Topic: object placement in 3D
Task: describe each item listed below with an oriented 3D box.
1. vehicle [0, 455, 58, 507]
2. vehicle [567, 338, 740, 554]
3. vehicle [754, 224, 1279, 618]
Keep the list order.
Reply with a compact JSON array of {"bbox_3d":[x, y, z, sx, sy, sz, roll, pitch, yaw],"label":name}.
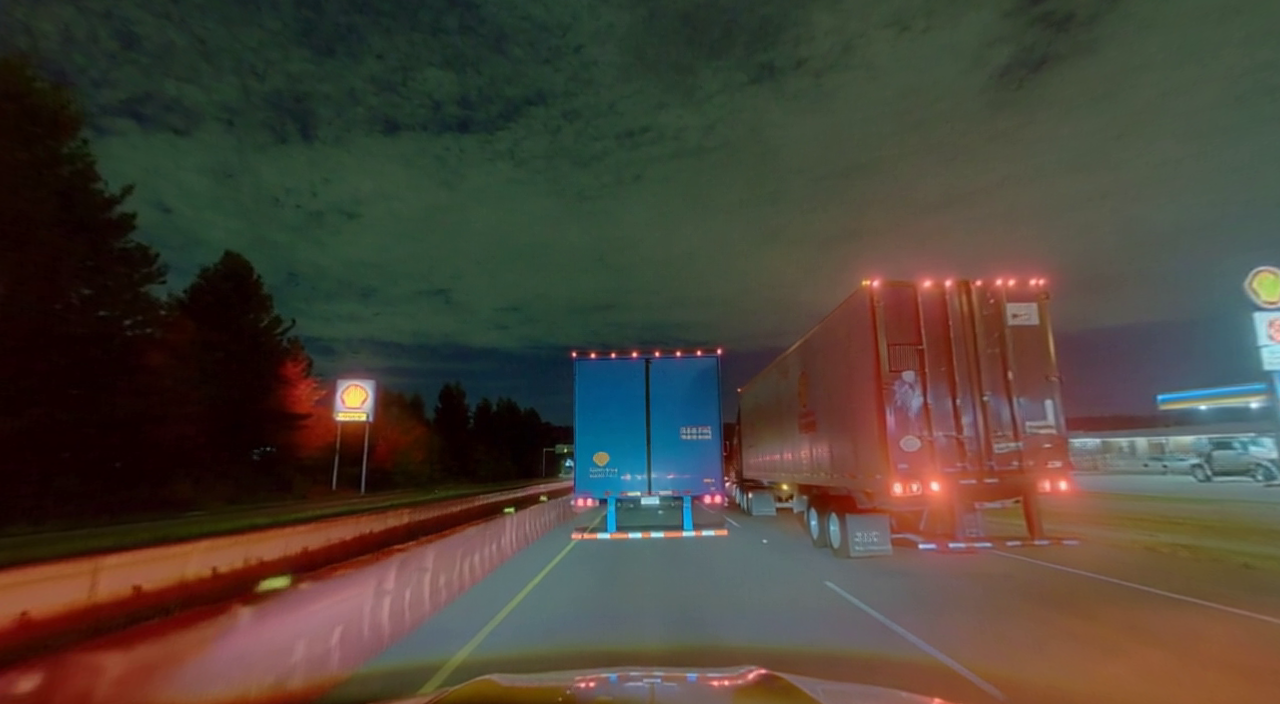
[{"bbox_3d":[-48.142,9.891,49.180,13.553,3.527,2.924,-10,-15,44],"label":"vehicle"},{"bbox_3d":[0.217,2.206,14.105,2.618,3.306,8.676,1,-10,0],"label":"vehicle"},{"bbox_3d":[4.360,1.404,10.538,2.936,3.640,9.443,1,-10,-1],"label":"vehicle"}]
